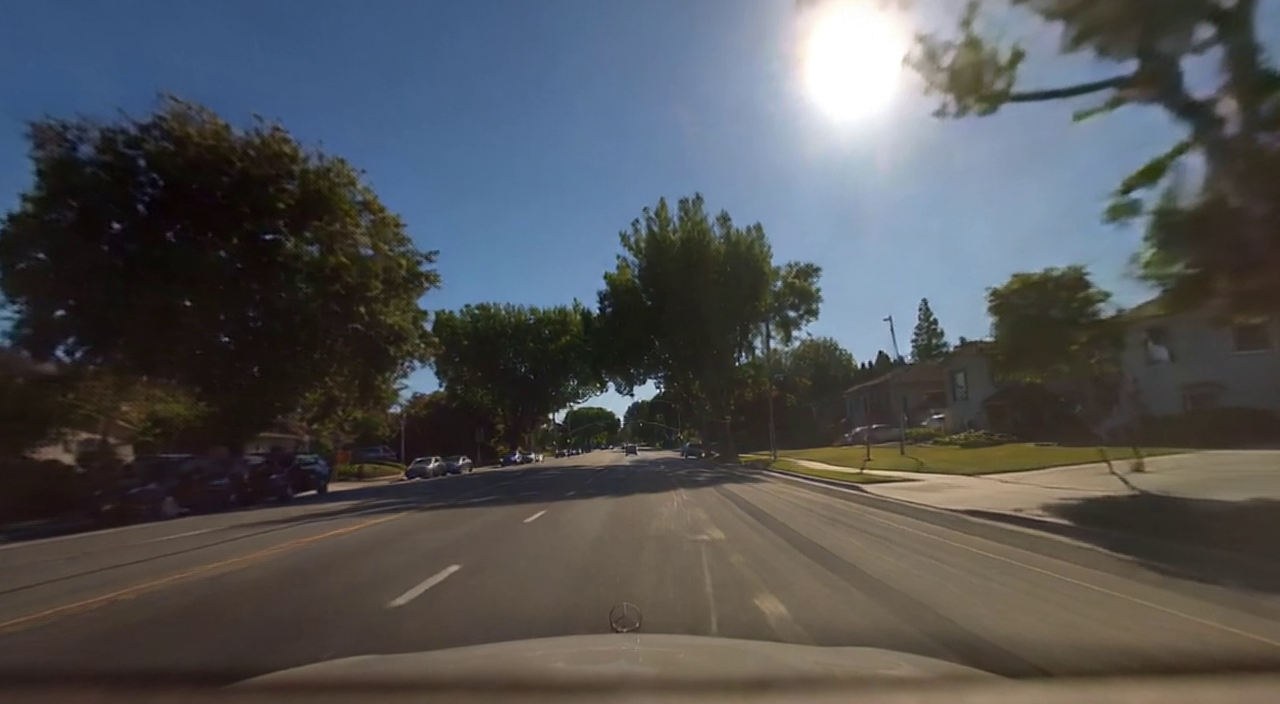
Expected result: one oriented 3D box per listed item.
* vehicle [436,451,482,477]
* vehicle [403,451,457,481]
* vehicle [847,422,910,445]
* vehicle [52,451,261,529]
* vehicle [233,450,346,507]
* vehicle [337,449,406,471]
[{"bbox_3d":[-12.605,7.809,44.216,1.909,1.477,4.345,-3,-8,-1],"label":"vehicle"},{"bbox_3d":[-12.647,6.881,38.325,1.828,1.510,4.149,-4,-8,0],"label":"vehicle"},{"bbox_3d":[17.577,6.053,46.624,1.726,1.620,3.938,6,-11,-37],"label":"vehicle"},{"bbox_3d":[-12.897,3.632,17.391,1.882,1.775,4.904,0,-8,0],"label":"vehicle"},{"bbox_3d":[-12.631,4.532,23.110,1.882,1.727,3.945,-3,-8,1],"label":"vehicle"},{"bbox_3d":[-20.881,8.389,49.212,4.498,1.623,1.903,0,-8,1],"label":"vehicle"}]
